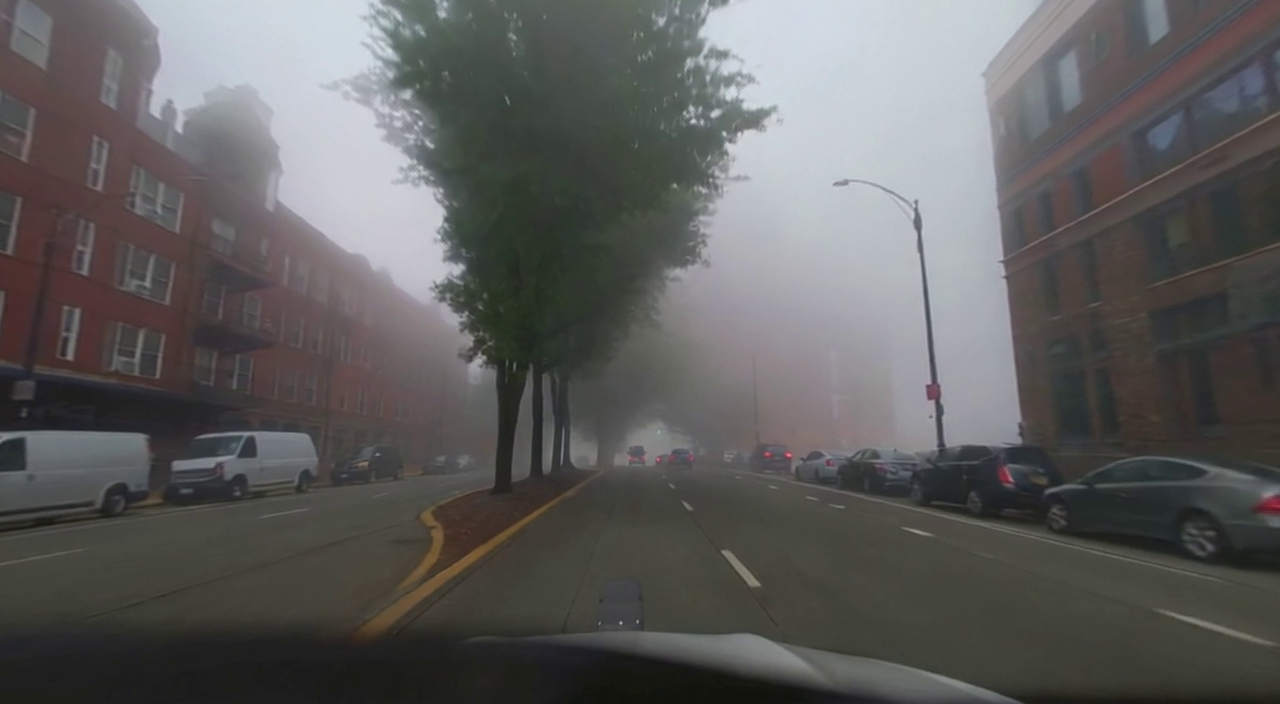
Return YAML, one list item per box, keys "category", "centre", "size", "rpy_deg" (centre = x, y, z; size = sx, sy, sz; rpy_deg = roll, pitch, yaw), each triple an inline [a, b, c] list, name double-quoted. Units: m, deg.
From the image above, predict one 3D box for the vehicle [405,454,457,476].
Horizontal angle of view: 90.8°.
- category: "vehicle"
  centre: [-14.885, 8.032, 45.189]
  size: [1.953, 1.456, 4.690]
  rpy_deg: [0, -9, 2]

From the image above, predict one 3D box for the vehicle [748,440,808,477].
- category: "vehicle"
  centre: [7.985, 6.229, 37.170]
  size: [2.305, 1.984, 5.002]
  rpy_deg: [-1, -9, -1]

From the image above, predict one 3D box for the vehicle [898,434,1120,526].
- category: "vehicle"
  centre: [7.985, 2.806, 14.365]
  size: [2.174, 1.697, 4.520]
  rpy_deg: [0, -9, -2]

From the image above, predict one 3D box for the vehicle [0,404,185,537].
- category: "vehicle"
  centre: [-14.805, 2.738, 14.875]
  size: [2.719, 2.775, 6.724]
  rpy_deg: [0, -9, 4]

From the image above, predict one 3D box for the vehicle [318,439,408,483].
- category: "vehicle"
  centre: [-14.303, 5.791, 33.039]
  size: [2.330, 2.013, 5.310]
  rpy_deg: [0, -12, -1]

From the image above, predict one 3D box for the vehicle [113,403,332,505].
- category: "vehicle"
  centre: [-14.567, 3.651, 22.950]
  size: [3.047, 3.098, 6.783]
  rpy_deg: [0, -9, 2]

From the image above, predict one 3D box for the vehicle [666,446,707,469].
- category: "vehicle"
  centre: [3.066, 7.072, 42.576]
  size: [2.238, 1.499, 4.964]
  rpy_deg: [0, -9, -2]

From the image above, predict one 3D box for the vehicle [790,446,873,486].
- category: "vehicle"
  centre: [7.869, 4.721, 26.477]
  size: [2.018, 1.489, 4.620]
  rpy_deg: [-1, -9, 0]

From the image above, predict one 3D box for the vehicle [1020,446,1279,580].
- category: "vehicle"
  centre: [7.982, 2.149, 9.299]
  size: [1.817, 1.467, 4.644]
  rpy_deg: [-1, -9, -1]

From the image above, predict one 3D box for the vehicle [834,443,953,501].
- category: "vehicle"
  centre: [7.920, 3.780, 20.192]
  size: [2.054, 1.628, 3.841]
  rpy_deg: [0, -9, -2]
